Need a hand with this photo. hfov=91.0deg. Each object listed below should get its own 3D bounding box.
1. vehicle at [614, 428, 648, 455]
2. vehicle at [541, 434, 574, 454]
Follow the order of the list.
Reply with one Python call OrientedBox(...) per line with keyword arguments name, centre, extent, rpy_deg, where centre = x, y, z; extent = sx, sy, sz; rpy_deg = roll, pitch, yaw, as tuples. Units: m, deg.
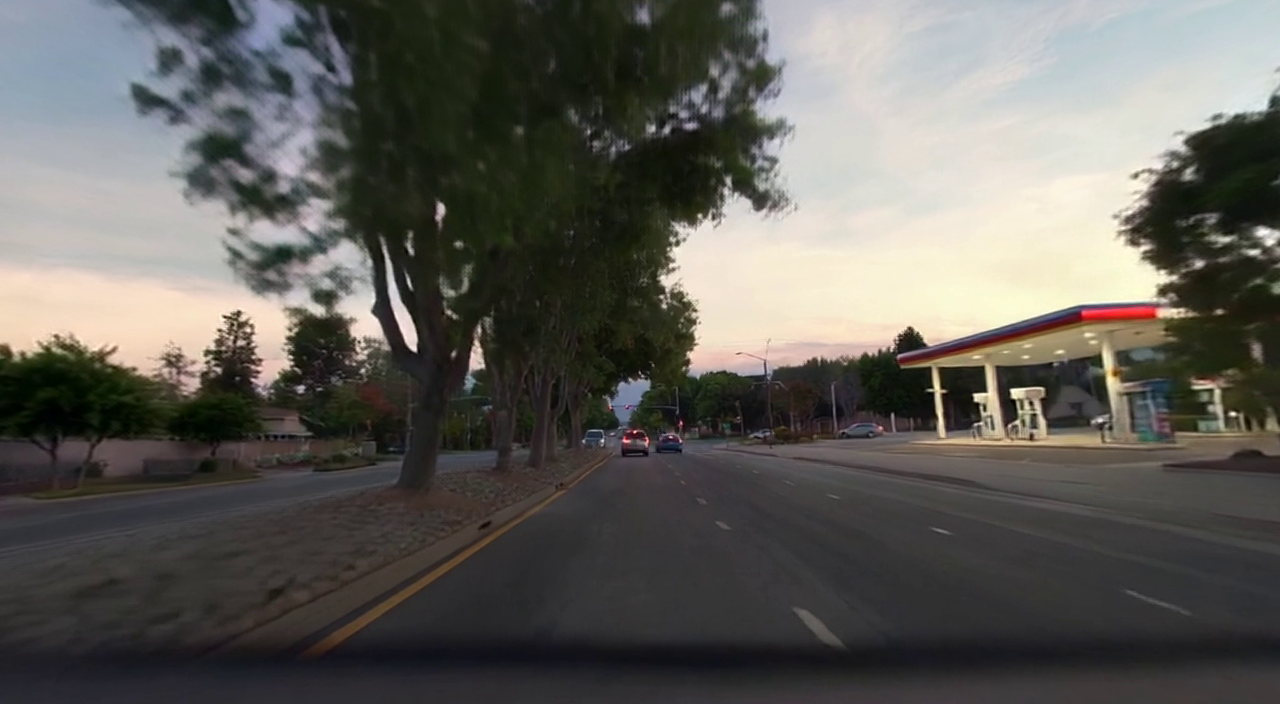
OrientedBox(name="vehicle", centre=(-0.615, 6.096, 42.790), extent=(2.146, 1.742, 4.095), rpy_deg=(0, -8, -1))
OrientedBox(name="vehicle", centre=(-6.378, 7.207, 49.139), extent=(2.033, 1.442, 4.668), rpy_deg=(0, -8, -1))
